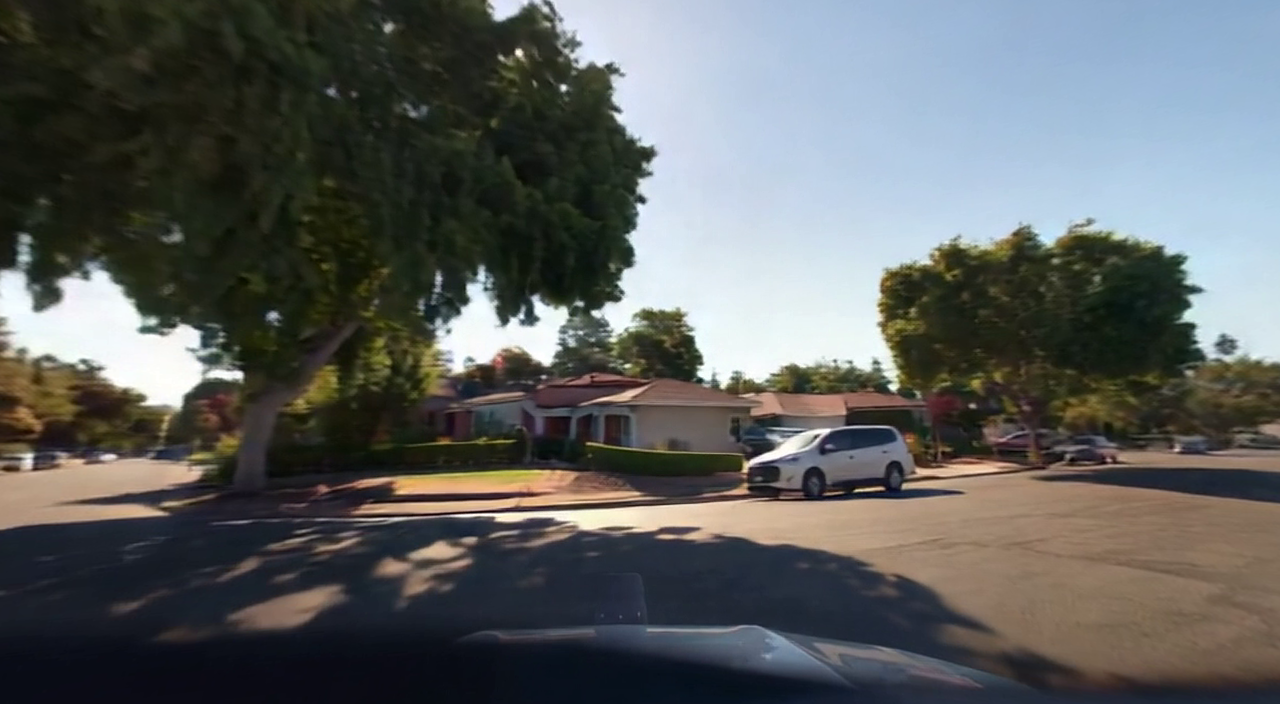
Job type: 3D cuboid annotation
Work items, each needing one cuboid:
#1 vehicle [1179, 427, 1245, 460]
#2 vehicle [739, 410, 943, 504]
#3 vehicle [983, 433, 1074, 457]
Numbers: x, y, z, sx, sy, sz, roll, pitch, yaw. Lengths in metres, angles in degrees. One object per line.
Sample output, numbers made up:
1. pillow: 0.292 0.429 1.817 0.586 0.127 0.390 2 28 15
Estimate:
1. vehicle: 42.182 6.706 46.329 5.323 2.054 2.482 3 -10 -38
2. vehicle: 5.594 2.811 17.049 6.088 2.084 2.337 8 -12 -41
3. vehicle: 27.622 6.656 44.899 2.079 1.558 4.977 7 -11 -39
